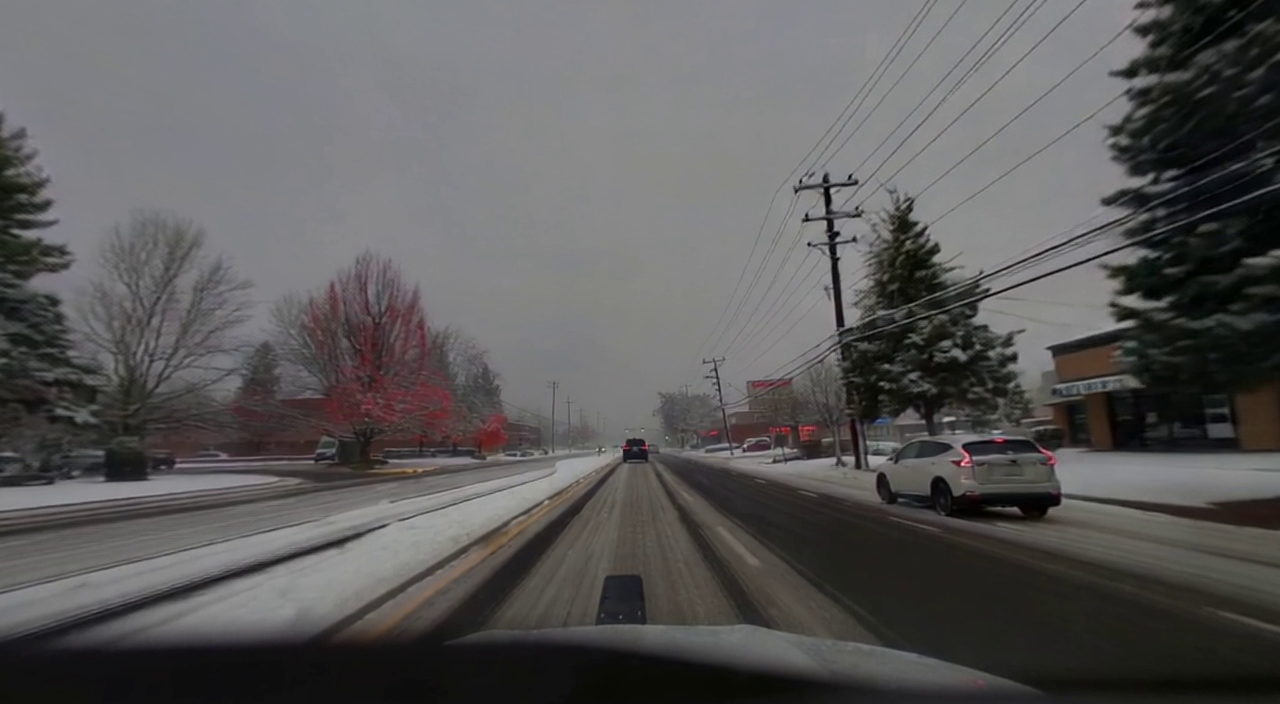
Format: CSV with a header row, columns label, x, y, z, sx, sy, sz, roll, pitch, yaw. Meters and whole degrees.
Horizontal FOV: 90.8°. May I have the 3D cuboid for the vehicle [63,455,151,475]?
label,x,y,z,sx,sy,sz,roll,pitch,yaw
vehicle,-40.775,8.626,48.448,4.692,1.445,1.922,1,-9,-10

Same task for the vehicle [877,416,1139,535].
label,x,y,z,sx,sy,sz,roll,pitch,yaw
vehicle,6.230,2.141,11.513,1.995,1.705,4.434,0,-9,-1
